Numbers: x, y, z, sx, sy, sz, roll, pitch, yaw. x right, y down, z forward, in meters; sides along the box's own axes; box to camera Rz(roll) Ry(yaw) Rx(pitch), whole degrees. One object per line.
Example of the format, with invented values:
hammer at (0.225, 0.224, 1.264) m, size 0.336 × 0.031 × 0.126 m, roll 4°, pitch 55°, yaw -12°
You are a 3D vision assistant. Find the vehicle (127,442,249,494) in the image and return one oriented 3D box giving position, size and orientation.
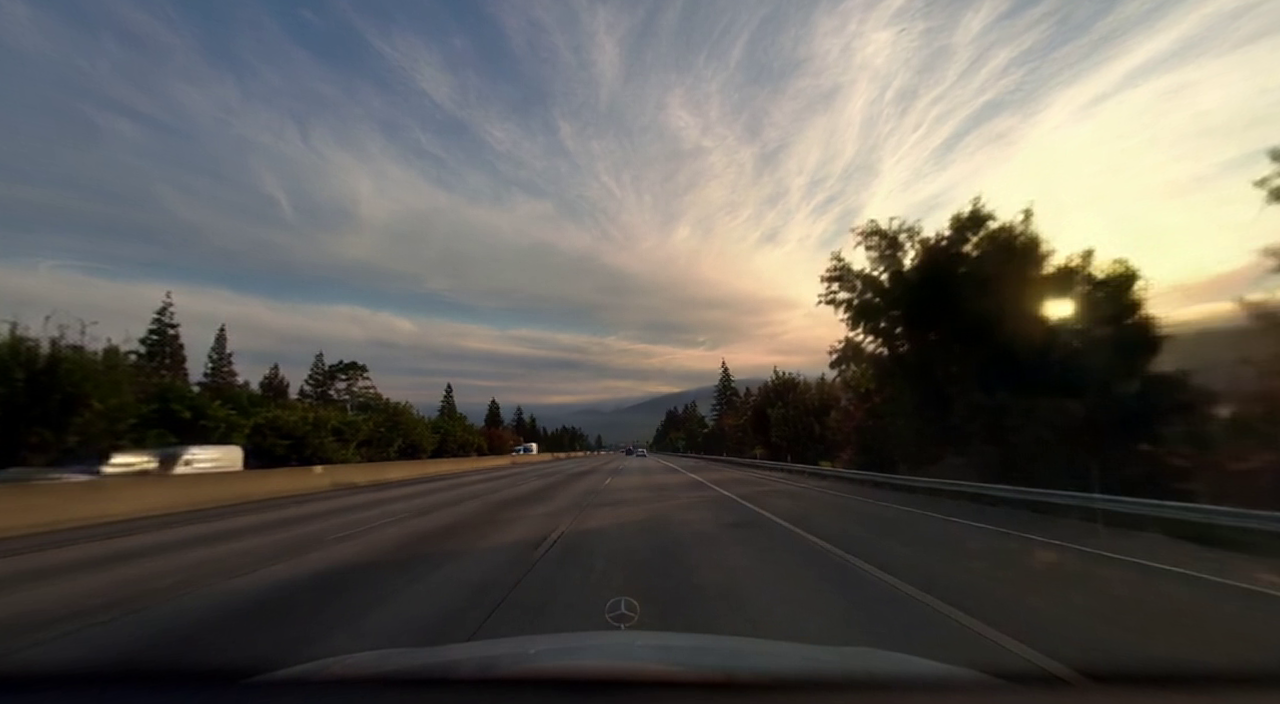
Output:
vehicle at (-24.193, 6.184, 34.124) m, size 2.548 × 2.511 × 5.309 m, roll 0°, pitch -9°, yaw 0°

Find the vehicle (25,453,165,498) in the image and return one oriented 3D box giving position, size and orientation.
vehicle at (-24.150, 5.448, 28.242) m, size 2.042 × 1.756 × 4.678 m, roll 0°, pitch -9°, yaw 0°
